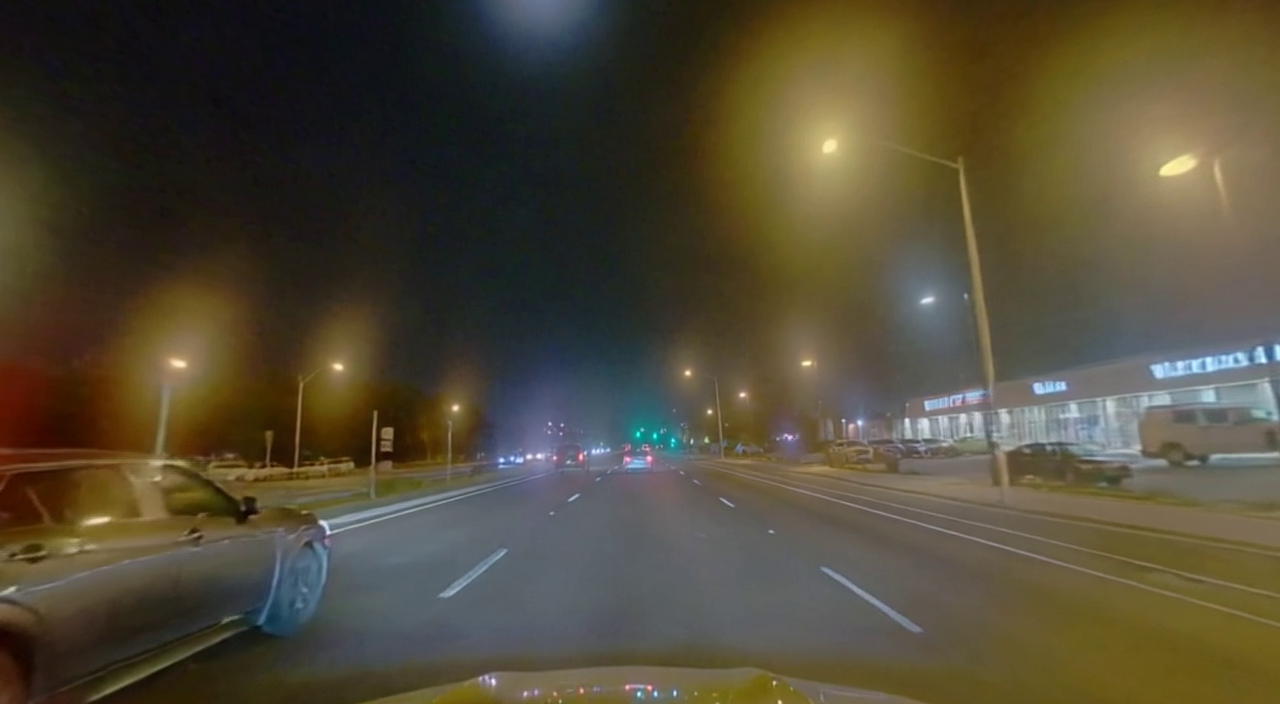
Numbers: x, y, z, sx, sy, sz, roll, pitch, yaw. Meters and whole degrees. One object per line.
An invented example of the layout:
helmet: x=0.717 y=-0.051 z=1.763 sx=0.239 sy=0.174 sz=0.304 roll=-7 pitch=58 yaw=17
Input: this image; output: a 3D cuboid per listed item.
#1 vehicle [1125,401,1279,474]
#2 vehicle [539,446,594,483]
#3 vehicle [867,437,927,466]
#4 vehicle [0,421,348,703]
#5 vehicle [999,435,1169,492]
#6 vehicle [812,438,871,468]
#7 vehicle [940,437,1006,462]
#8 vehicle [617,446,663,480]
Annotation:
vehicle: x=20.039 y=2.856 z=20.951 sx=5.511 sy=2.262 sz=2.351 roll=-2 pitch=-9 yaw=15
vehicle: x=-3.263 y=5.063 z=28.646 sx=1.939 sy=1.496 sz=4.309 roll=0 pitch=-9 yaw=1
vehicle: x=16.289 y=6.359 z=40.190 sx=1.930 sy=1.713 sz=4.756 roll=0 pitch=-9 yaw=2
vehicle: x=-3.582 y=1.144 z=3.275 sx=2.003 sy=1.488 sz=4.282 roll=0 pitch=-9 yaw=1
vehicle: x=13.357 y=3.385 z=19.411 sx=1.914 sy=1.523 sz=4.747 roll=0 pitch=-9 yaw=3
vehicle: x=13.065 y=6.585 z=41.211 sx=2.072 sy=1.769 sz=5.000 roll=0 pitch=-9 yaw=-2
vehicle: x=21.537 y=6.363 z=40.934 sx=1.807 sy=1.519 sz=4.550 roll=0 pitch=-9 yaw=1
vehicle: x=-0.022 y=5.144 z=29.403 sx=2.019 sy=1.459 sz=4.005 roll=0 pitch=-9 yaw=0
